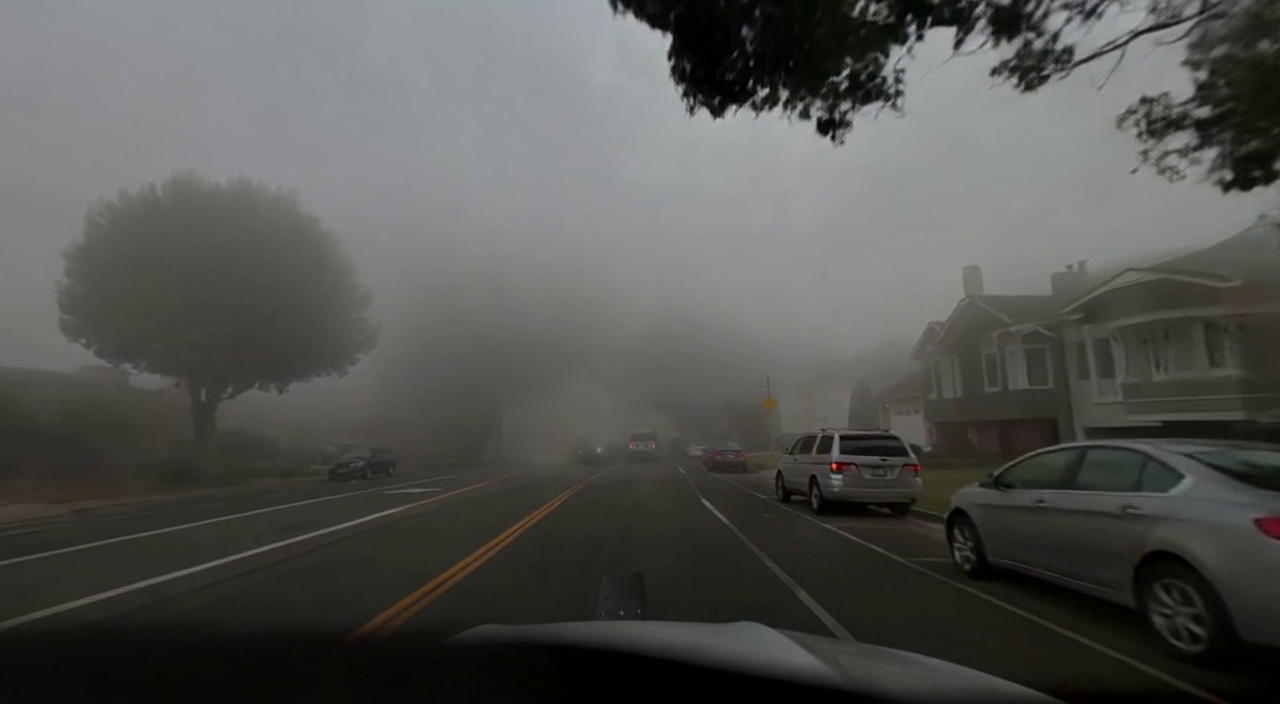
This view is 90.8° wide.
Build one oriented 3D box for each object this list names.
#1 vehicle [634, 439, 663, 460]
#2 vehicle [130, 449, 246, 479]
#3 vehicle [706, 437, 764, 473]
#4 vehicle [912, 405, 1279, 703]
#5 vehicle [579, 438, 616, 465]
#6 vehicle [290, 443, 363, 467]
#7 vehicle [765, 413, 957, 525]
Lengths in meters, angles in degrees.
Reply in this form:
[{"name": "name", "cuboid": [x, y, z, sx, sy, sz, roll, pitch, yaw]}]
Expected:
[{"name": "vehicle", "cuboid": [0.603, 7.103, 46.164, 2.081, 1.475, 4.361, 0, -8, 0]}, {"name": "vehicle", "cuboid": [-22.308, 5.521, 31.272, 4.397, 1.423, 1.789, -1, -8, 2]}, {"name": "vehicle", "cuboid": [4.208, 4.631, 28.572, 1.964, 1.485, 4.454, 0, -8, 1]}, {"name": "vehicle", "cuboid": [3.935, 1.207, 4.449, 1.956, 1.468, 4.524, 0, -8, -1]}, {"name": "vehicle", "cuboid": [-2.518, 6.015, 38.322, 1.986, 1.508, 4.261, 0, -8, 0]}, {"name": "vehicle", "cuboid": [-22.139, 7.274, 44.703, 4.091, 1.614, 1.910, 0, -8, -1]}, {"name": "vehicle", "cuboid": [4.021, 2.219, 12.491, 2.069, 1.780, 4.480, 0, -8, -1]}]
